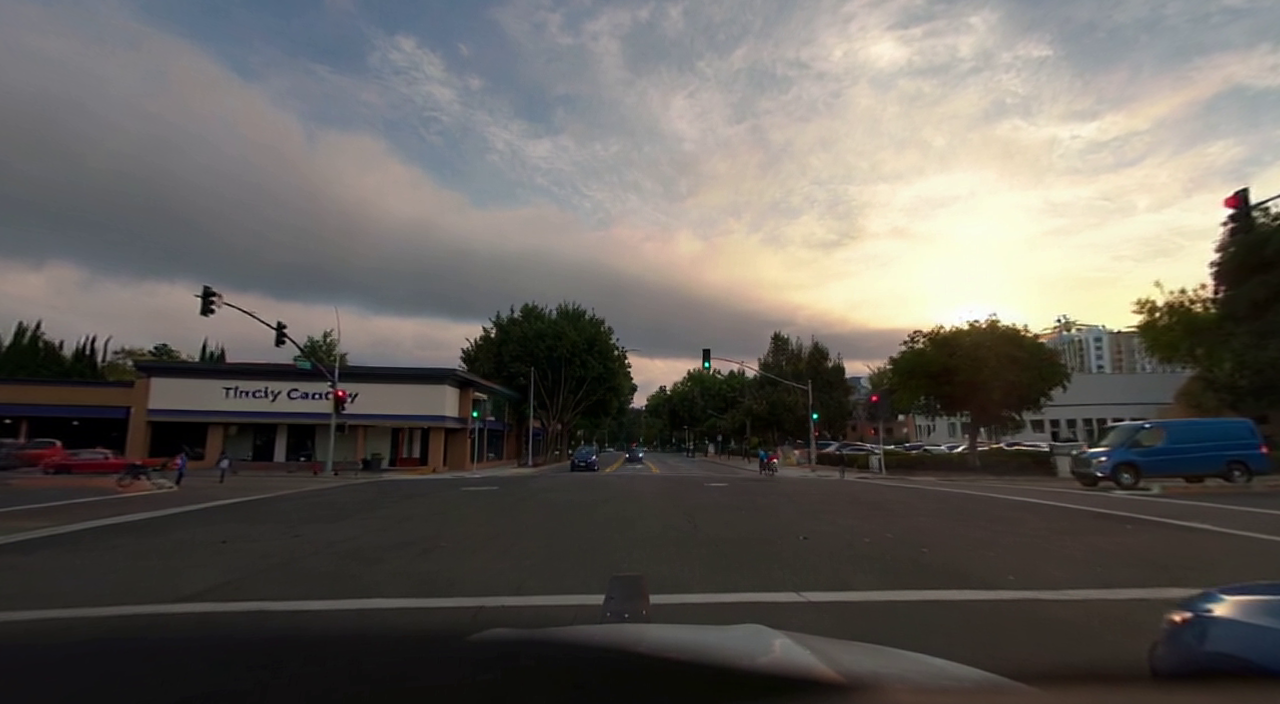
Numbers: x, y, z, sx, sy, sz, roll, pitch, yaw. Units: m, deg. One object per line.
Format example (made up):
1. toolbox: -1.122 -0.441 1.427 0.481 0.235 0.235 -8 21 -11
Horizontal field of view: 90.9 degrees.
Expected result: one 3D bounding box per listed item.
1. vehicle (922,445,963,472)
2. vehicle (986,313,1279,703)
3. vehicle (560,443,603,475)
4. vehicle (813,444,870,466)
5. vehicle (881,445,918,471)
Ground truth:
1. vehicle: 18.281 6.406 38.269 1.791 1.520 3.649 -3 -9 19
2. vehicle: 2.872 0.625 0.934 2.048 1.725 4.754 0 -8 1
3. vehicle: -3.163 5.875 34.846 1.961 1.658 4.064 0 -8 0
4. vehicle: 15.087 7.714 47.442 1.924 1.579 4.084 3 -9 -19
5. vehicle: 15.878 6.472 38.735 1.875 1.543 3.853 -3 -9 20
